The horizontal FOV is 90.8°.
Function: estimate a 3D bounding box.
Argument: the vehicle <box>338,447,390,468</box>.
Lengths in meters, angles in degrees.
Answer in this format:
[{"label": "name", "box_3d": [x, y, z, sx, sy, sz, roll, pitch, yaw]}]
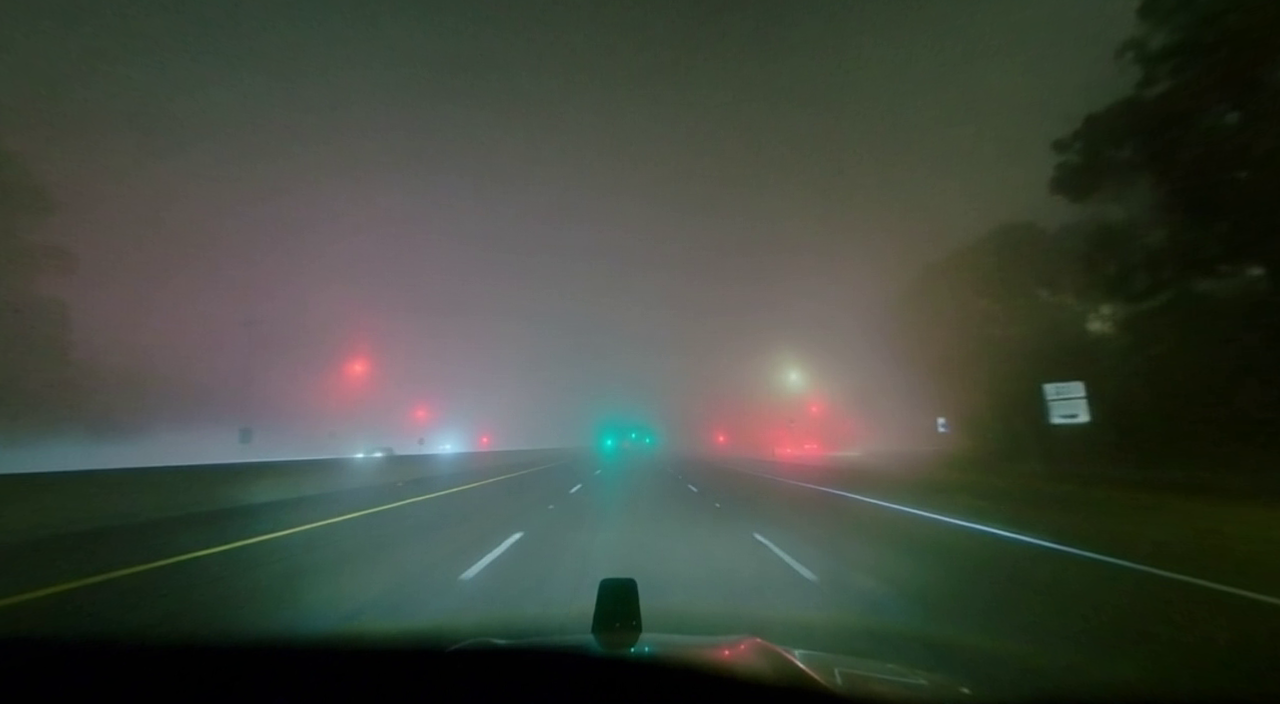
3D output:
[{"label": "vehicle", "box_3d": [-21.485, 8.199, 49.364, 1.946, 1.512, 4.747, 0, -9, 0]}]
